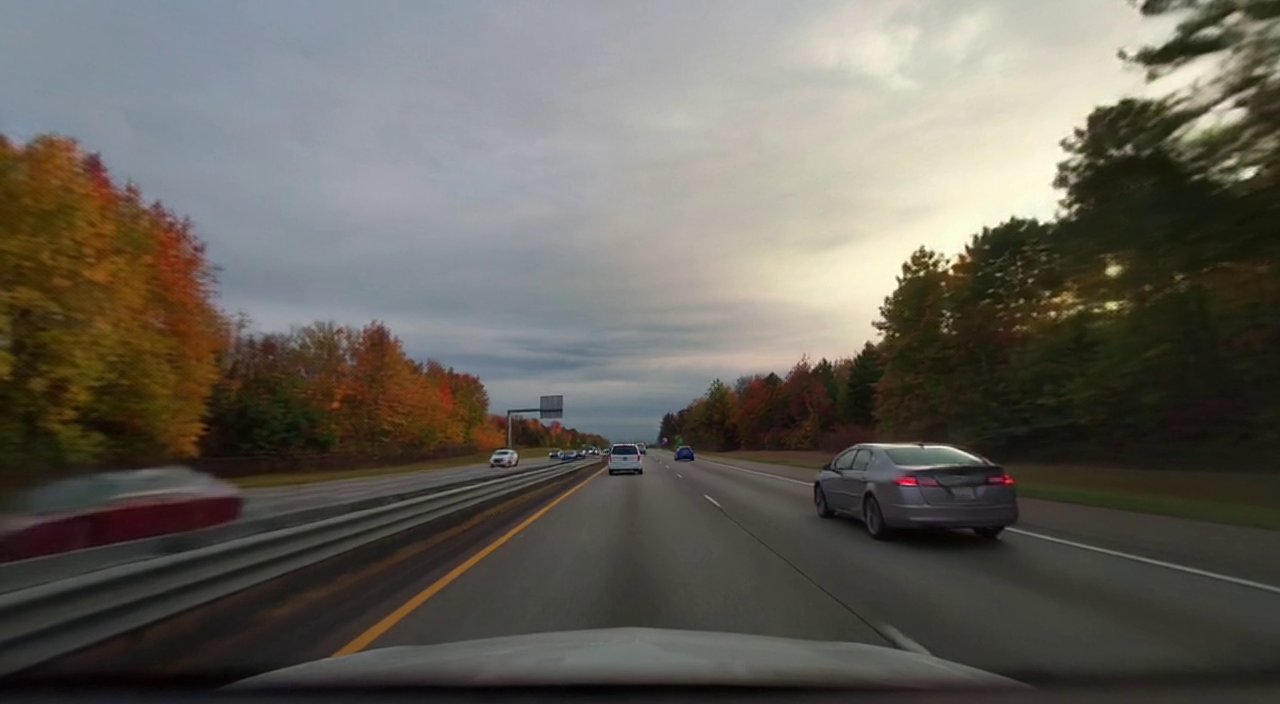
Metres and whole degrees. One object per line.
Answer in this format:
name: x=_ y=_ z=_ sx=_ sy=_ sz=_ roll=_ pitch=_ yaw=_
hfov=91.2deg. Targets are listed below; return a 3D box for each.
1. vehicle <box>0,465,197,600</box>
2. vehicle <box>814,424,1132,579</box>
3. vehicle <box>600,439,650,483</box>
vehicle: x=-8.700 y=2.436 z=8.859 sx=1.801 sy=1.528 sz=4.211 roll=0 pitch=-9 yaw=0
vehicle: x=3.940 y=1.820 z=8.479 sx=1.843 sy=1.505 sz=4.339 roll=0 pitch=-9 yaw=-1
vehicle: x=-0.597 y=4.579 z=26.539 sx=1.937 sy=1.699 sz=3.936 roll=0 pitch=-9 yaw=0
